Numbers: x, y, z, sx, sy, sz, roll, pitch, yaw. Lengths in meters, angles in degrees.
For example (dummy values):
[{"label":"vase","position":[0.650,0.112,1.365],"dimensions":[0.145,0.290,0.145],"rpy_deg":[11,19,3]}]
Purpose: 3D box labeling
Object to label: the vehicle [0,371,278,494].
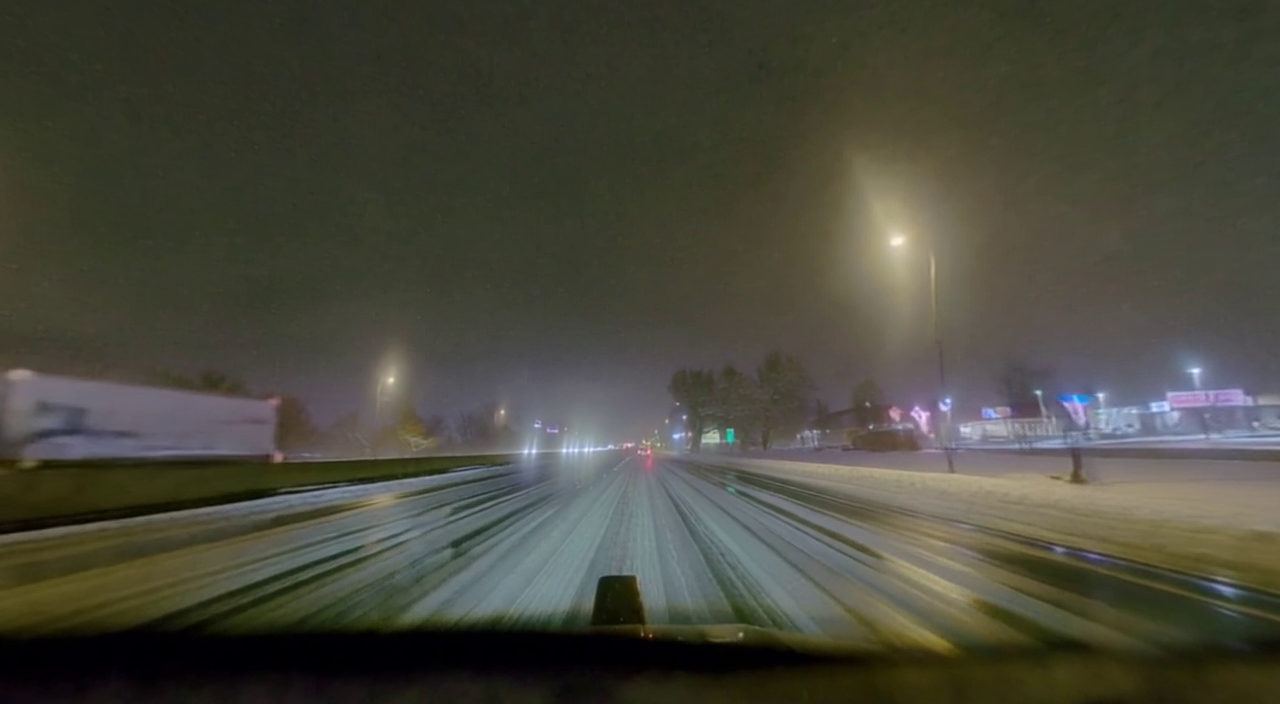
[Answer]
[{"label":"vehicle","position":[-22.421,3.768,27.895],"dimensions":[2.909,4.019,16.387],"rpy_deg":[0,-9,1]}]
